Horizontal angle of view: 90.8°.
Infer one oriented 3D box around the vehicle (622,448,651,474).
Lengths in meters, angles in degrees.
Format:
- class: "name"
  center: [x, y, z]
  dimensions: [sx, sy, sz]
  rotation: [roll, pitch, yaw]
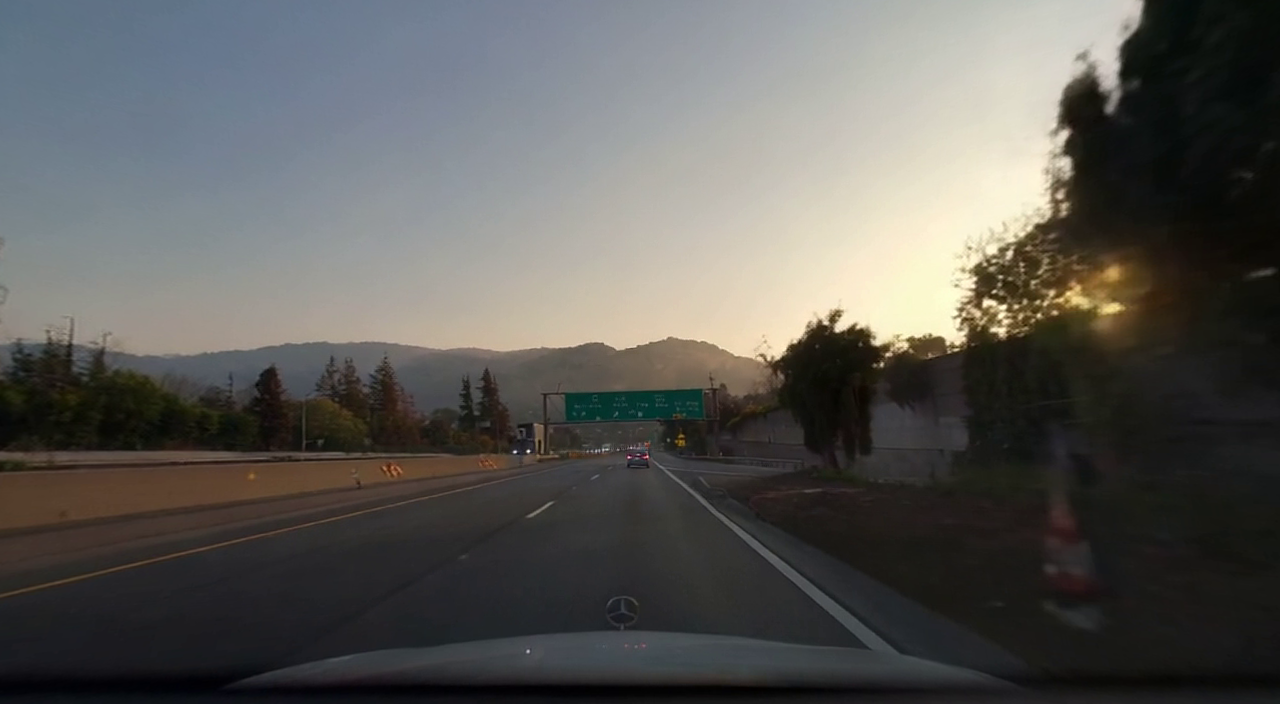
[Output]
- class: "vehicle"
  center: [-0.177, 6.627, 38.519]
  dimensions: [1.695, 1.437, 3.506]
  rotation: [0, -9, 1]
